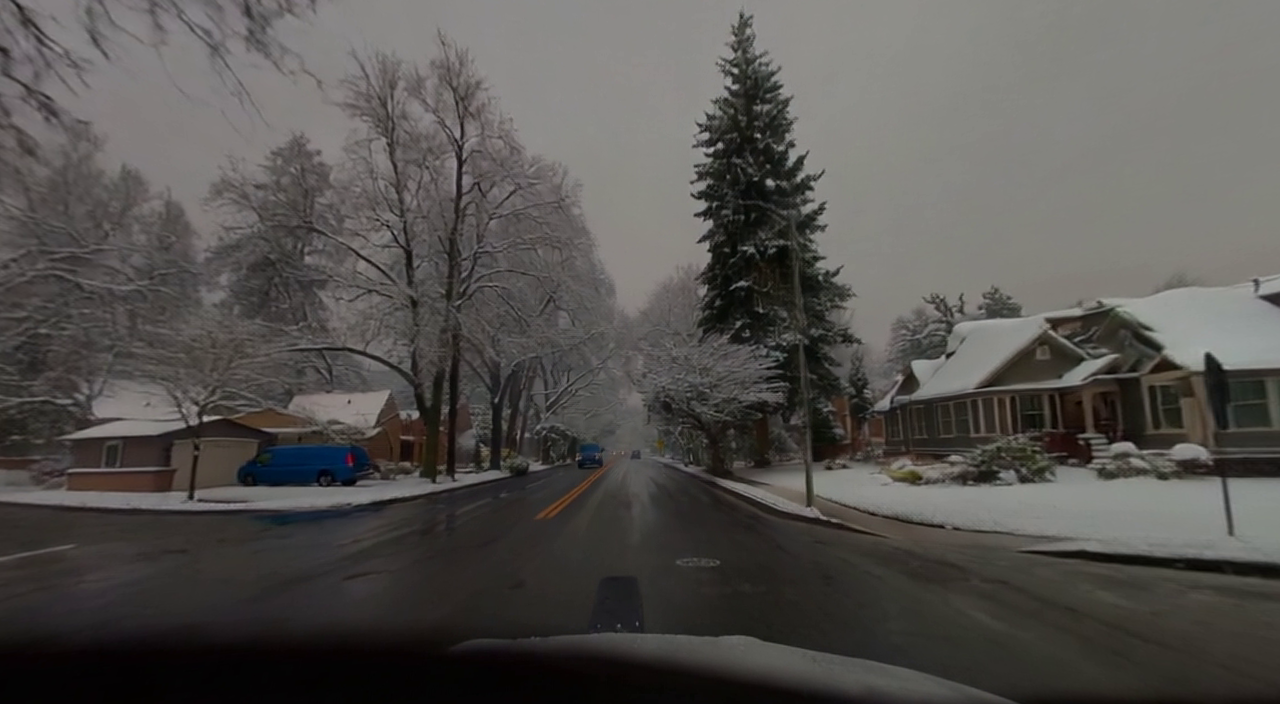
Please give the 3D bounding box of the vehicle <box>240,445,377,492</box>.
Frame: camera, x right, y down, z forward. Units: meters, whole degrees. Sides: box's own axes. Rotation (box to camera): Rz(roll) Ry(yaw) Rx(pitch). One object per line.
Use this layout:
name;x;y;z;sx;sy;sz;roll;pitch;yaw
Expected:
vehicle;-14.472;5.051;27.894;2.145;1.839;4.837;-6;-10;33
